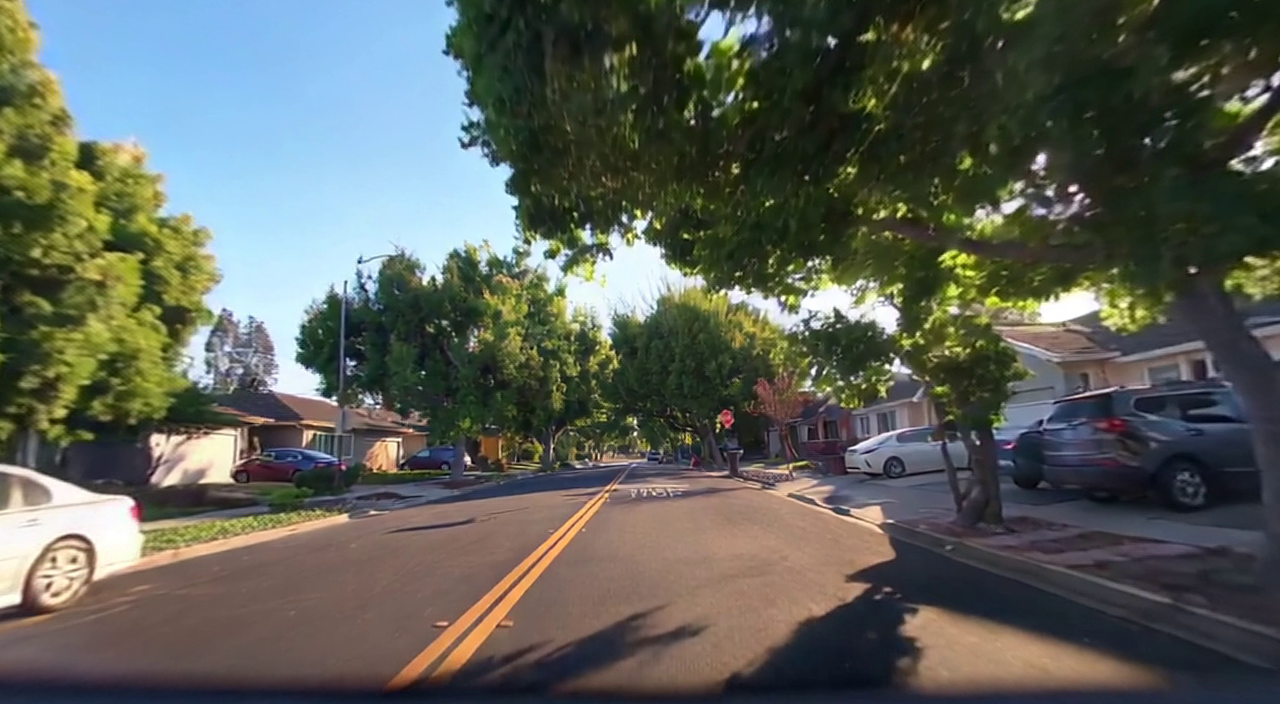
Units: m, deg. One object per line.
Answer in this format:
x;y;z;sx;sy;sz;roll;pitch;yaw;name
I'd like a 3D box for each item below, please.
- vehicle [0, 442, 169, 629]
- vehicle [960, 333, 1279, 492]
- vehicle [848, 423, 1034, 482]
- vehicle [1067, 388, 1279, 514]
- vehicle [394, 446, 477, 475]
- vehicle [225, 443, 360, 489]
-6.408;1.477;4.467;2.099;1.532;5.262;-4;-9;1;vehicle
11.486;1.398;13.888;7.302;3.055;2.848;1;-8;-2;vehicle
10.062;3.392;21.408;5.234;1.868;2.014;0;-9;-3;vehicle
10.641;1.653;10.655;5.235;1.891;2.102;0;-9;1;vehicle
-13.492;7.168;41.897;4.809;1.865;2.093;0;-9;-1;vehicle
-14.310;4.657;26.132;4.493;1.776;1.997;-1;-9;9;vehicle
